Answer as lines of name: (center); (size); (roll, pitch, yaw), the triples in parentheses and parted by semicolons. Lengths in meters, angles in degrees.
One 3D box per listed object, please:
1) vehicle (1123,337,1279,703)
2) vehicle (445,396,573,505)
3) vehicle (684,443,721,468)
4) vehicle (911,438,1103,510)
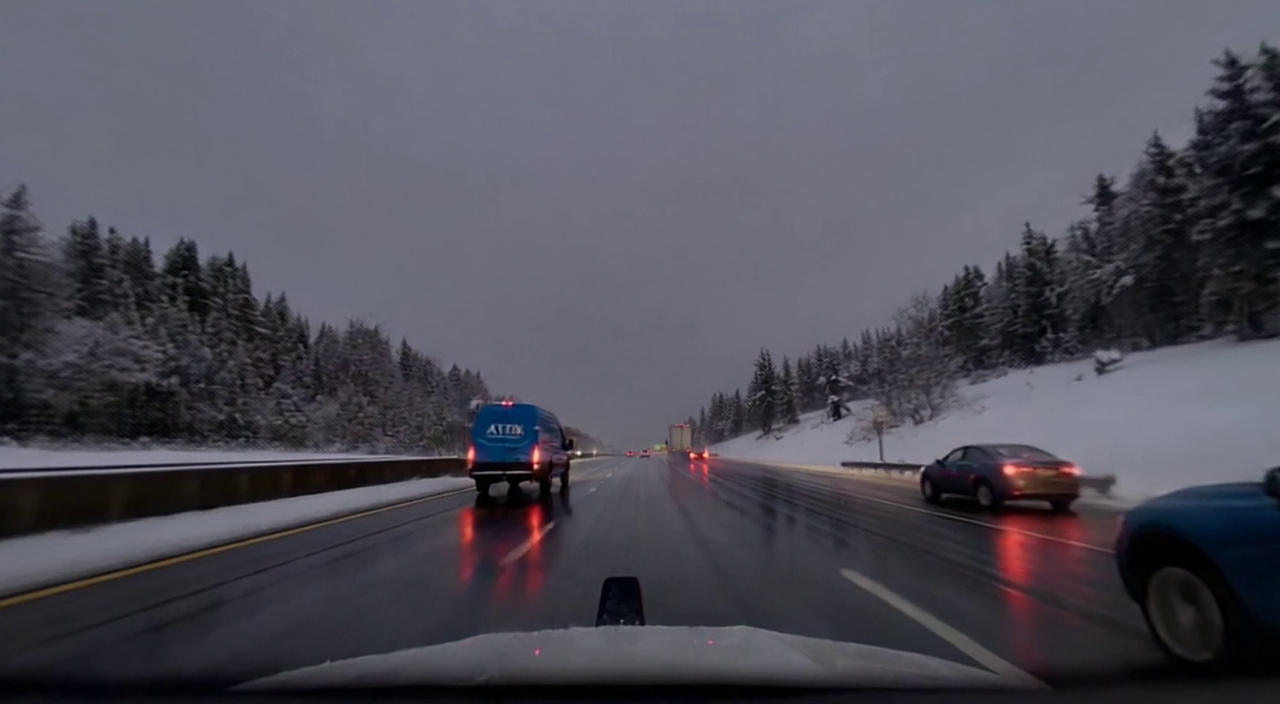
vehicle: (3.714, 0.540, 0.987); (2.025, 1.706, 4.797); (0, -9, -1)
vehicle: (-3.577, 2.937, 19.007); (2.380, 2.648, 6.879); (0, -9, 0)
vehicle: (4.273, 7.182, 43.838); (2.066, 1.638, 4.158); (0, -9, -1)
vehicle: (8.721, 2.918, 15.558); (1.838, 1.490, 4.460); (0, -9, -3)
